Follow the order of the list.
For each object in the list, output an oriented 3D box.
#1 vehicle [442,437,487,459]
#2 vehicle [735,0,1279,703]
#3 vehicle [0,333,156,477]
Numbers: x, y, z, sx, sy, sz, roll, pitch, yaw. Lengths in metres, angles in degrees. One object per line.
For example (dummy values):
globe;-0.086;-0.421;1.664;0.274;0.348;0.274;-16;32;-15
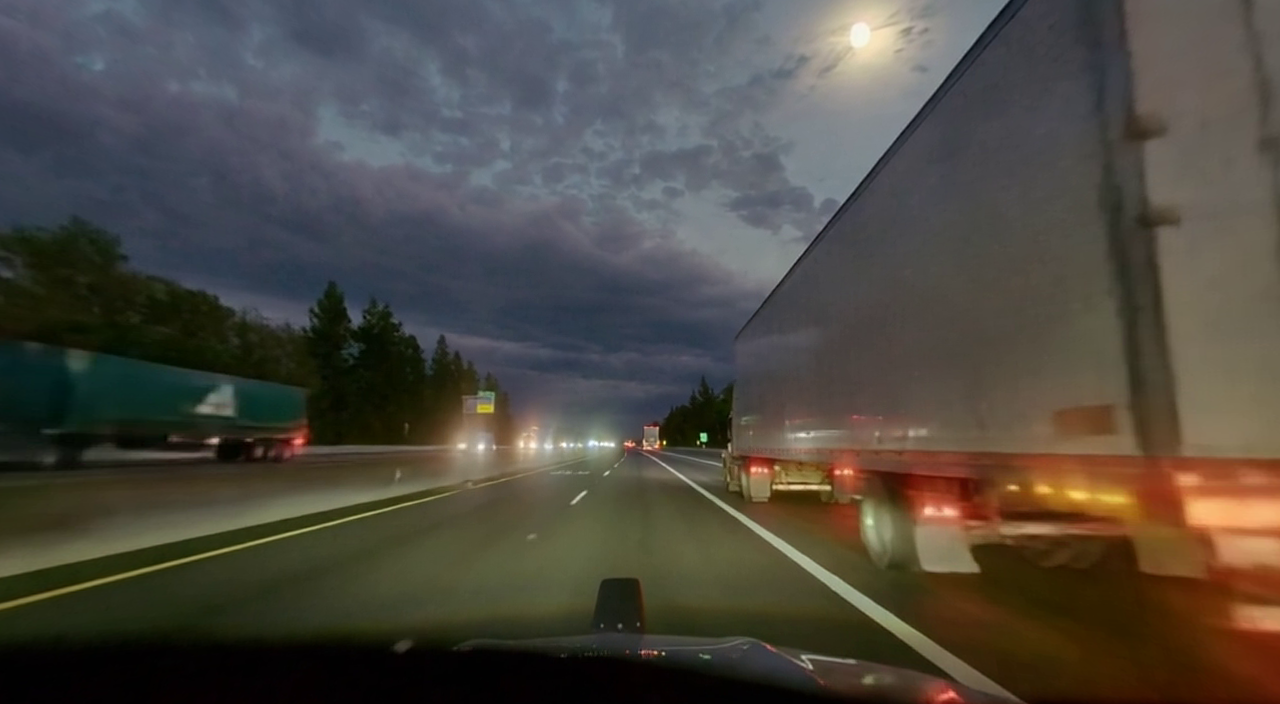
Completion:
vehicle;-12.438;6.821;44.877;1.940;1.489;4.258;0;-9;0
vehicle;4.230;0.608;9.970;3.323;4.262;14.056;0;-9;0
vehicle;-15.406;1.227;14.327;2.626;3.136;7.570;0;-9;1
